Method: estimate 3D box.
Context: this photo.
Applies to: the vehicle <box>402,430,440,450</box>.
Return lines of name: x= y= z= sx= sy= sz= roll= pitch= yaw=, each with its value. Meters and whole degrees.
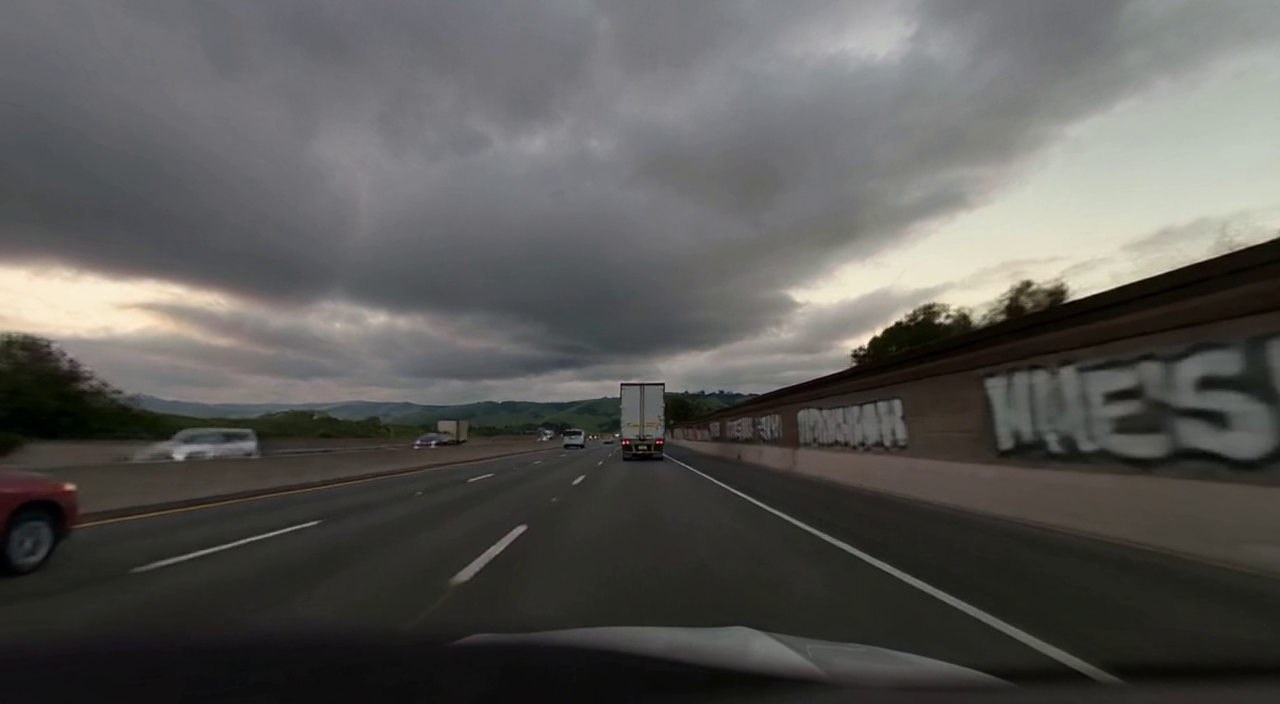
vehicle: x=-15.390 y=6.192 z=44.415 sx=1.541 sy=1.359 sz=3.344 roll=0 pitch=-8 yaw=-1

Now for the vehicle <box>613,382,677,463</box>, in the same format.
vehicle: x=0.009 y=3.994 z=34.694 sx=2.921 sy=3.765 sz=10.773 roll=0 pitch=-8 yaw=-3

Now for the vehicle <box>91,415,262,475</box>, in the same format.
vehicle: x=-14.969 y=3.032 z=20.790 sx=2.030 sy=1.734 sz=4.748 roll=0 pitch=-8 yaw=0
